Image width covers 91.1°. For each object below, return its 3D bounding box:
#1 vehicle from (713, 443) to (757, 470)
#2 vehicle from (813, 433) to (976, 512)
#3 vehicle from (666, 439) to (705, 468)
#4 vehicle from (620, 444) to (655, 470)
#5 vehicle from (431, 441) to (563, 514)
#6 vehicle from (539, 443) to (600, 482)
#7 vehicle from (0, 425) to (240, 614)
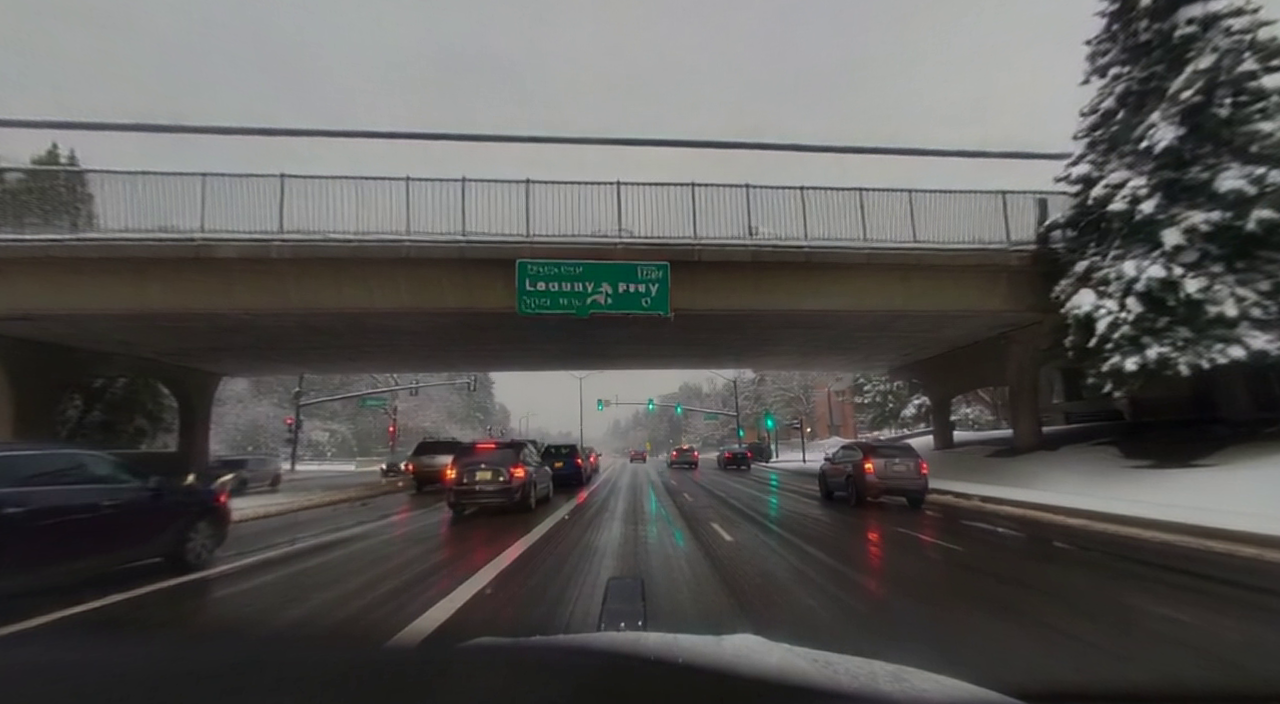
[{"bbox_3d":[5.833,6.468,38.984,1.924,1.527,4.268,0,-9,-2],"label":"vehicle"},{"bbox_3d":[5.926,2.854,15.363,2.056,1.624,4.498,0,-9,-1],"label":"vehicle"},{"bbox_3d":[2.849,6.512,40.360,2.034,1.762,4.420,0,-9,-1],"label":"vehicle"},{"bbox_3d":[-0.175,6.423,38.551,2.026,1.453,3.780,0,-9,-1],"label":"vehicle"},{"bbox_3d":[-3.154,2.865,14.849,2.041,1.466,4.212,0,-9,1],"label":"vehicle"},{"bbox_3d":[-2.832,4.554,26.131,1.980,1.491,4.351,0,-9,1],"label":"vehicle"},{"bbox_3d":[-6.141,1.447,5.713,2.070,1.488,4.376,0,-9,0],"label":"vehicle"}]
